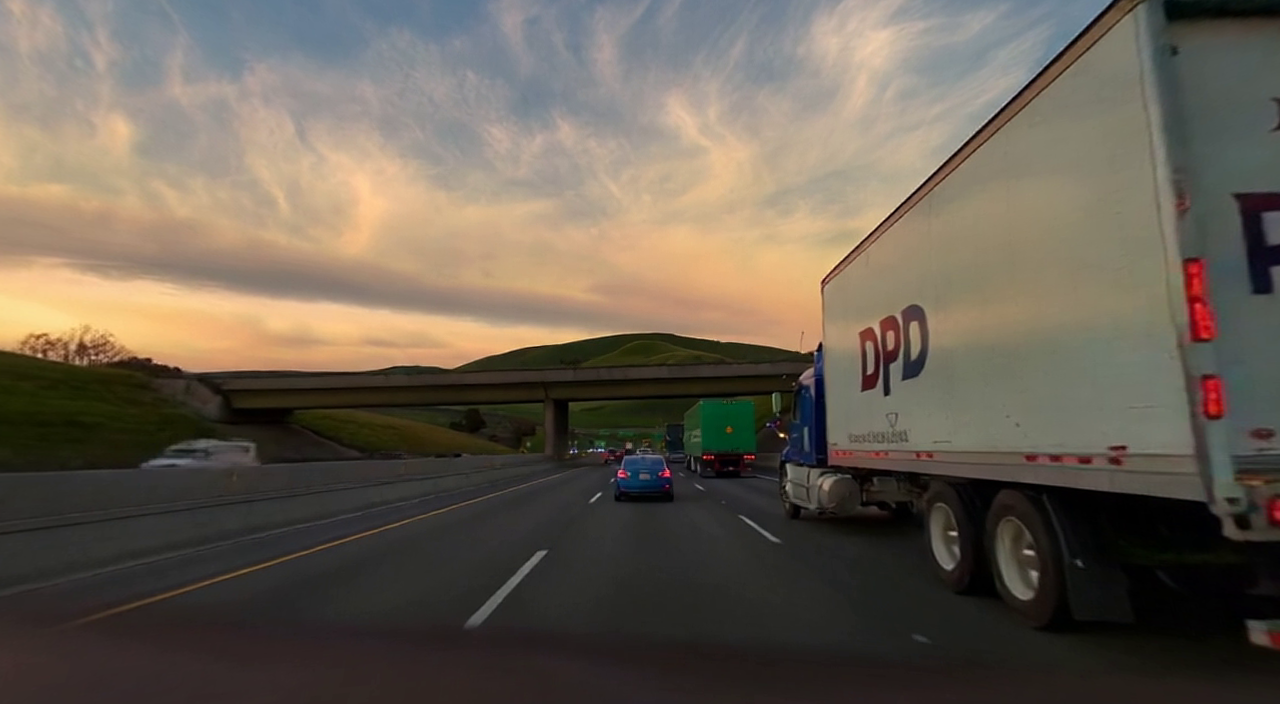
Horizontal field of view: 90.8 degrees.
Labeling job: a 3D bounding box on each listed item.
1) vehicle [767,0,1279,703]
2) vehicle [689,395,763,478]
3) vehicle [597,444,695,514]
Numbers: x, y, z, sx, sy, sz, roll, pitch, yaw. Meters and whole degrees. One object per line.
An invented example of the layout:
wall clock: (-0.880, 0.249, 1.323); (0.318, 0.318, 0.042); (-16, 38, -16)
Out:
vehicle: (4.165, 0.566, 7.936); (2.884, 3.930, 10.206); (0, -9, 0)
vehicle: (4.500, 4.766, 35.066); (2.801, 4.039, 8.684); (0, -9, 0)
vehicle: (0.133, 2.947, 15.095); (2.029, 1.437, 3.794); (0, -9, 0)
